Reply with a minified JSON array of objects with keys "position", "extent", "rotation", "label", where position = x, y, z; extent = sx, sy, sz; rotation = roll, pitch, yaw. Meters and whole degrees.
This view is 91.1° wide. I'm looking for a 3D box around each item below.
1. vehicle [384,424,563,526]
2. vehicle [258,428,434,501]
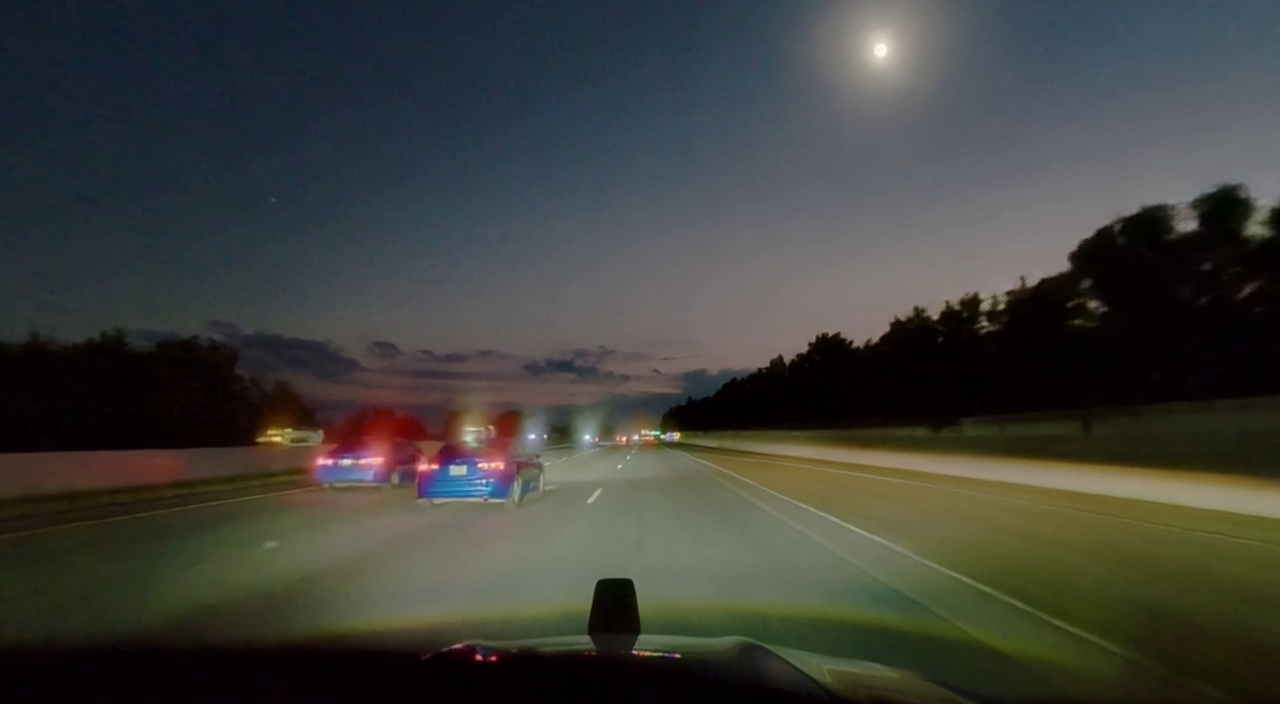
[{"position":[-2.707,2.090,11.304],"extent":[2.079,1.500,3.881],"rotation":[0,-8,1],"label":"vehicle"},{"position":[-6.794,2.630,15.208],"extent":[2.084,1.494,4.404],"rotation":[0,-8,0],"label":"vehicle"}]
